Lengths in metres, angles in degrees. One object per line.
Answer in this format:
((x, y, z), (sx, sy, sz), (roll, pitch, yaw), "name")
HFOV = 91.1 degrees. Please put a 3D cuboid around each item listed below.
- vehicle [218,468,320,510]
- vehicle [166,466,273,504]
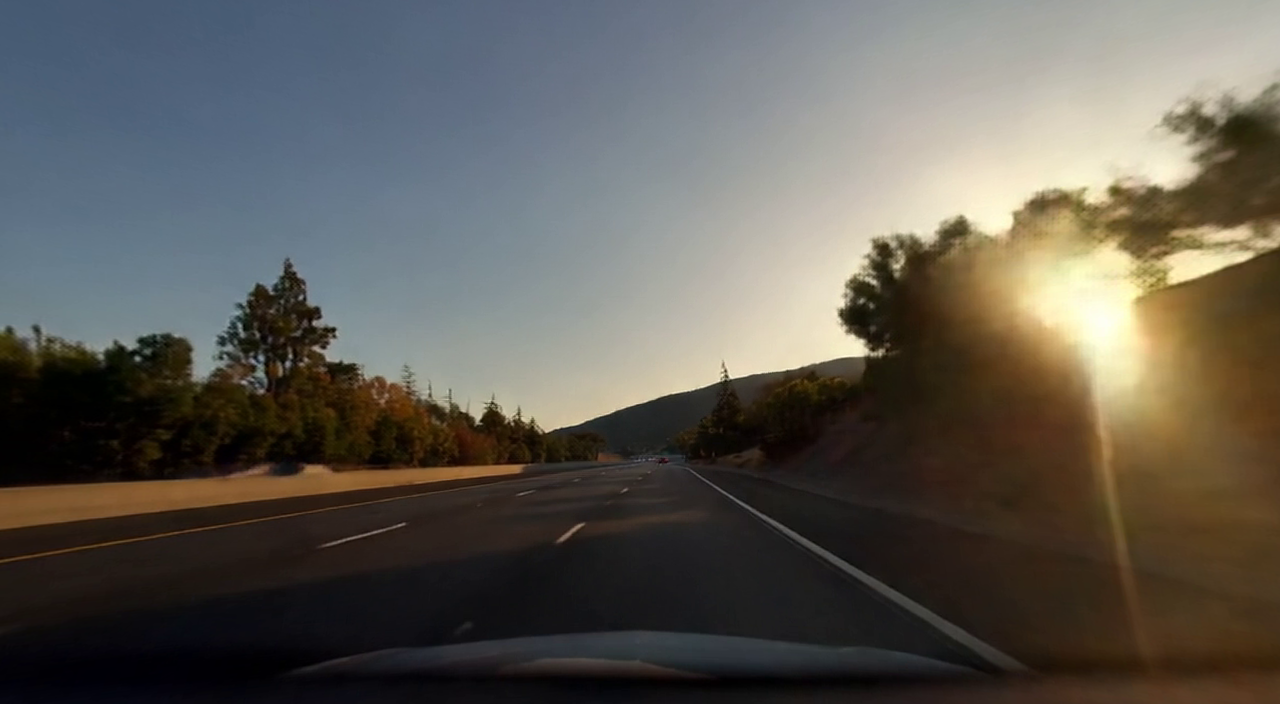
((-14.990, 5.539, 25.667), (1.755, 1.458, 3.716), (-1, -9, 3), "vehicle")
((-19.456, 6.154, 29.343), (1.875, 1.522, 4.191), (-1, -9, 3), "vehicle")
